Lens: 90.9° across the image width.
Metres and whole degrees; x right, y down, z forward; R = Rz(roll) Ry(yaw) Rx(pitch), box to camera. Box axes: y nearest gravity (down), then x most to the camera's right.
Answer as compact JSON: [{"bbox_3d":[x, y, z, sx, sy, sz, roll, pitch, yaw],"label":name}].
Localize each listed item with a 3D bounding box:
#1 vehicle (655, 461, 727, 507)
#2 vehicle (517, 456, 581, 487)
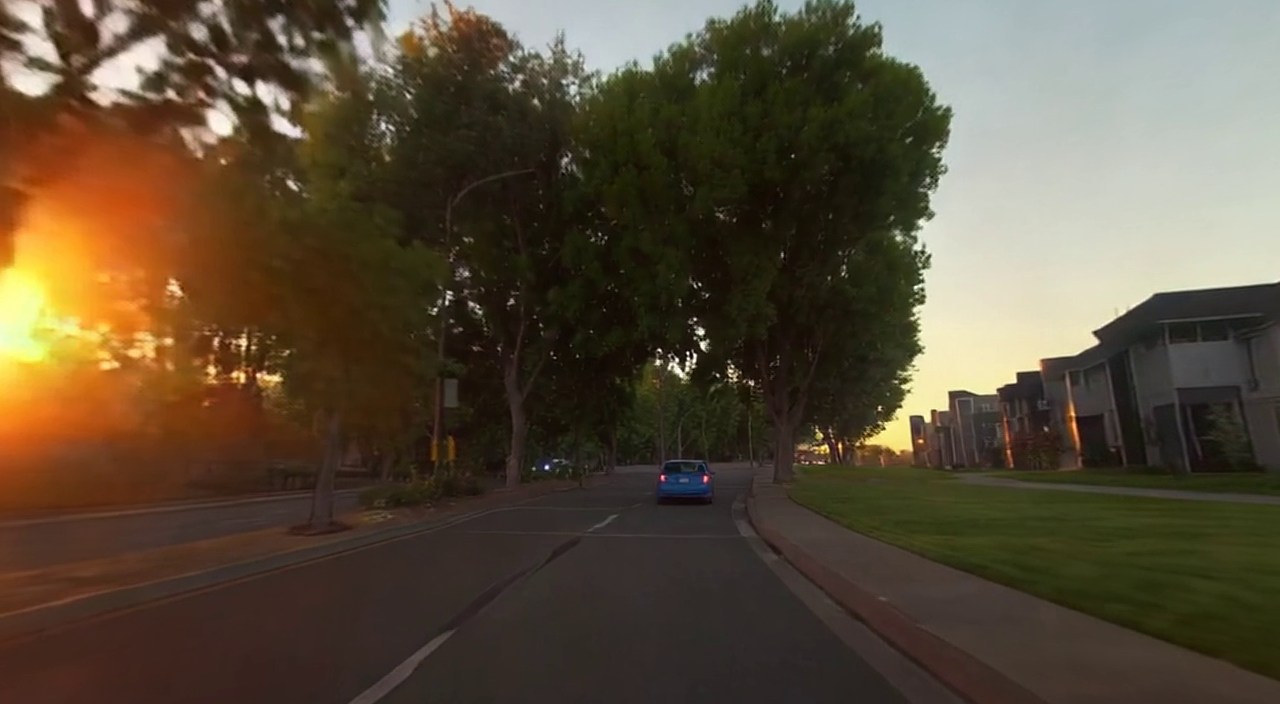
[{"bbox_3d":[1.791,4.257,20.596,1.972,1.250,5.282,-1,-11,9],"label":"vehicle"},{"bbox_3d":[-4.722,6.347,33.511,1.870,1.518,4.390,-2,-11,13],"label":"vehicle"}]
